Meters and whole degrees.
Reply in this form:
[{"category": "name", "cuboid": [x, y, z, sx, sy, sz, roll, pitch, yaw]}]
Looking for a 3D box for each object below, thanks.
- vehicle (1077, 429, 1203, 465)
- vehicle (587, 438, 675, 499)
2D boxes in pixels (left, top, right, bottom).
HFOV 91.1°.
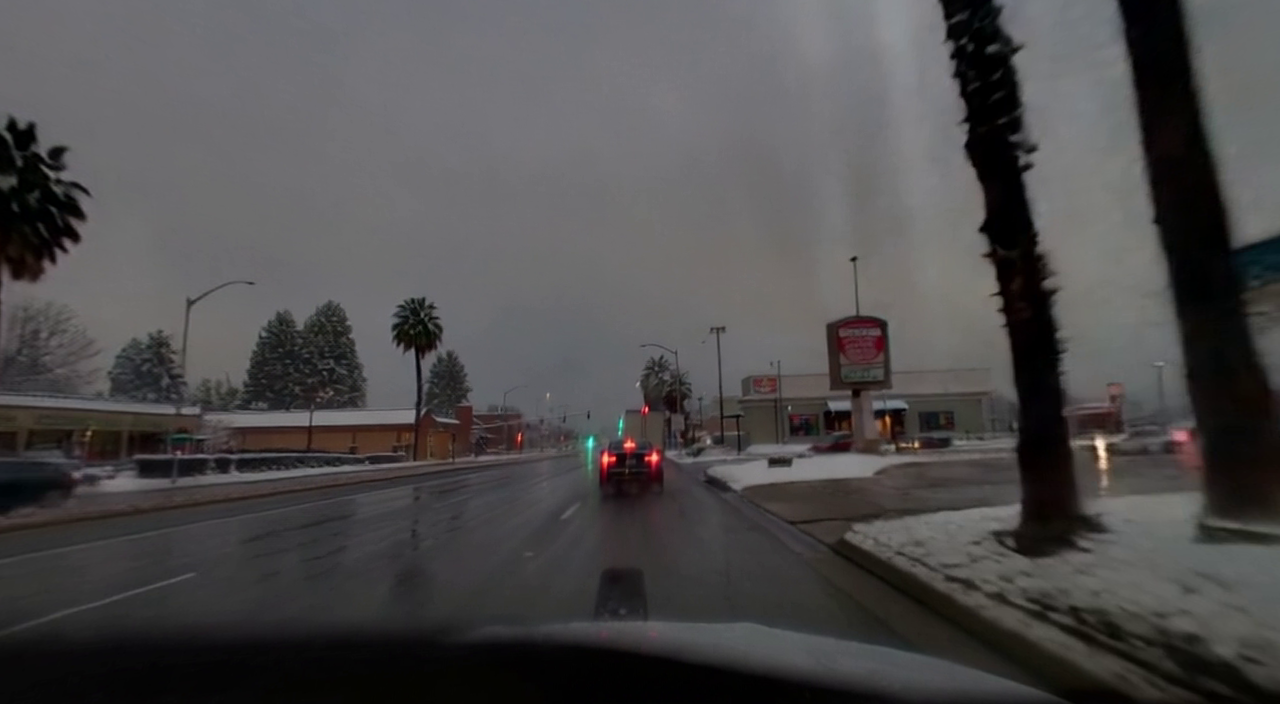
[{"category": "vehicle", "cuboid": [22.479, 4.350, 28.507, 1.876, 1.482, 4.633, 0, -10, -1]}, {"category": "vehicle", "cuboid": [-0.196, 3.176, 17.531, 2.145, 1.483, 4.453, 0, -9, 1]}]
